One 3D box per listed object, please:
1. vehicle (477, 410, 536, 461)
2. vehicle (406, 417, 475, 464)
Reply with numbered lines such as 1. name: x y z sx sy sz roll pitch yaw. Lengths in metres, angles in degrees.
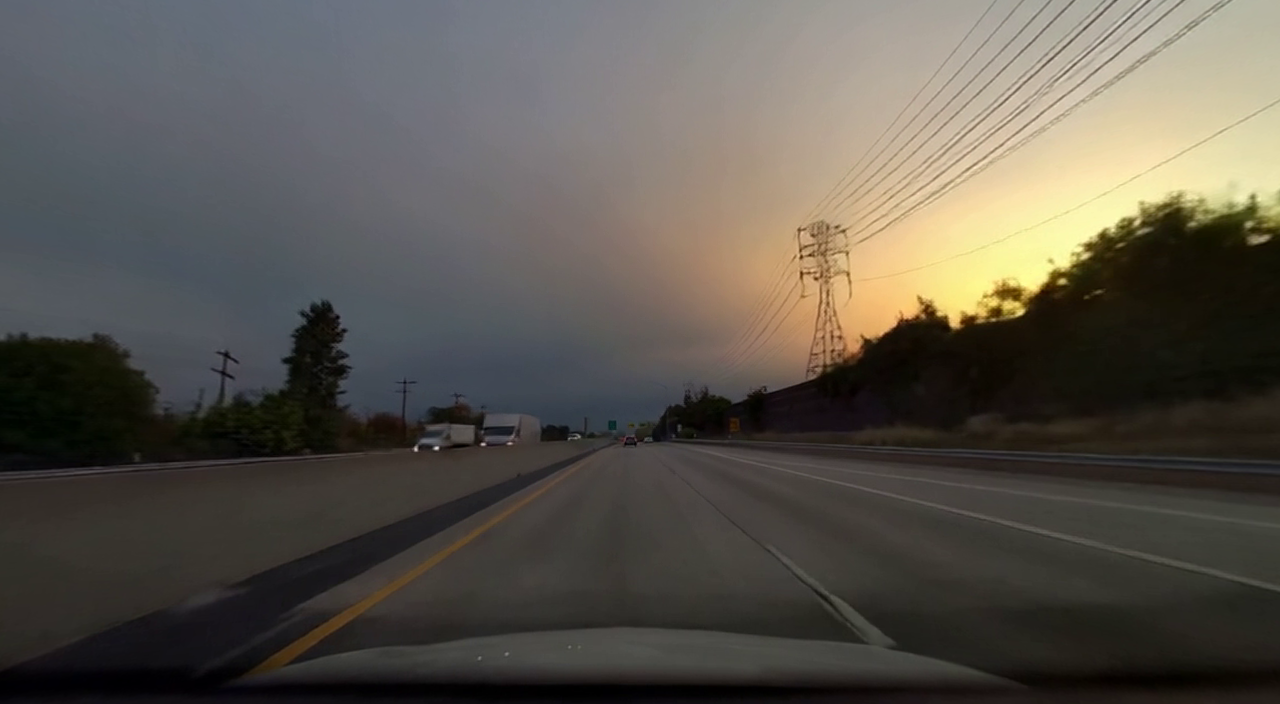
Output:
1. vehicle: -9.544 6.088 45.967 2.646 3.377 7.637 0 -8 0
2. vehicle: -14.317 6.426 45.991 2.713 3.022 7.818 2 -8 -2
